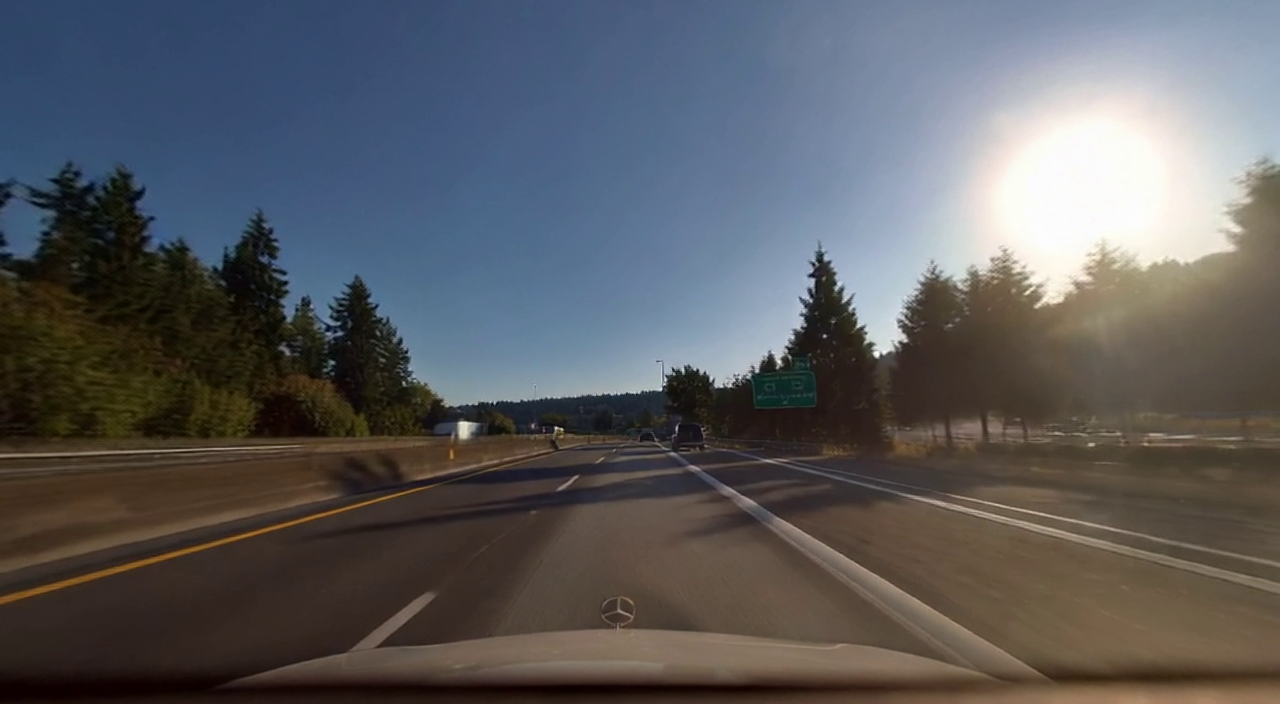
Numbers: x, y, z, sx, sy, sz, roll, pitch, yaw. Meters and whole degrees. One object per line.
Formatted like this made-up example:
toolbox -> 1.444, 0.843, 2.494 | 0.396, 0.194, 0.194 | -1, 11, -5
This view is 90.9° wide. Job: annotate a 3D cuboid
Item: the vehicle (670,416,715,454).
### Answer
vehicle -> 3.367, 5.459, 41.306 | 2.450, 2.314, 4.753 | 0, -8, -1
